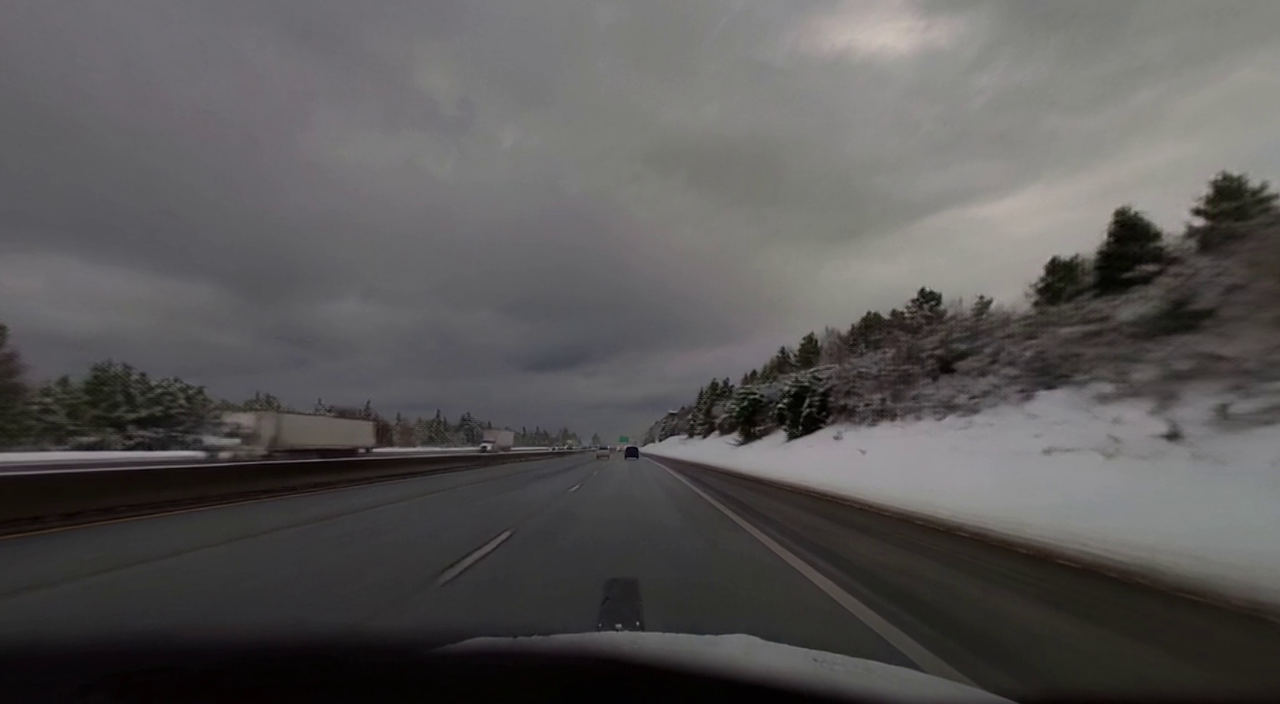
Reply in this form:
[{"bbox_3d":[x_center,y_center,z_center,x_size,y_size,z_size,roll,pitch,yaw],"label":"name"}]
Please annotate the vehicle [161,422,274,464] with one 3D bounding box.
[{"bbox_3d":[-19.226,4.199,29.009,1.984,1.749,4.632,0,-9,-1],"label":"vehicle"}]
